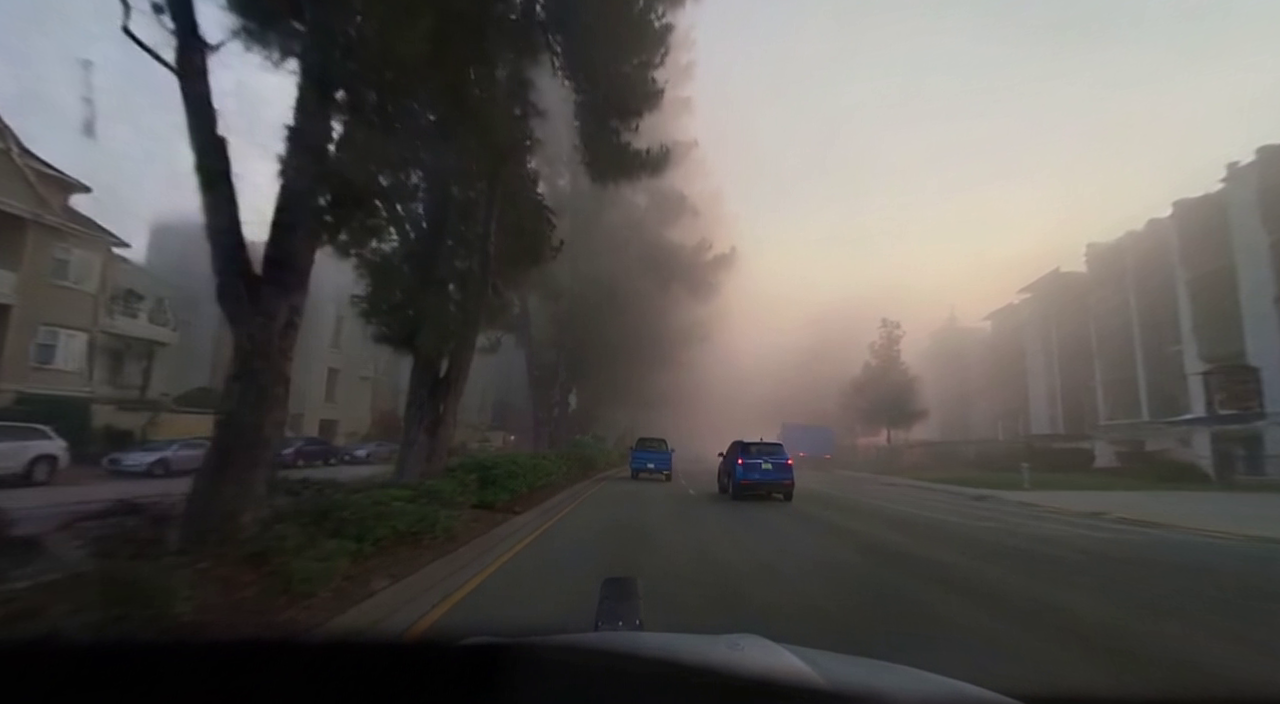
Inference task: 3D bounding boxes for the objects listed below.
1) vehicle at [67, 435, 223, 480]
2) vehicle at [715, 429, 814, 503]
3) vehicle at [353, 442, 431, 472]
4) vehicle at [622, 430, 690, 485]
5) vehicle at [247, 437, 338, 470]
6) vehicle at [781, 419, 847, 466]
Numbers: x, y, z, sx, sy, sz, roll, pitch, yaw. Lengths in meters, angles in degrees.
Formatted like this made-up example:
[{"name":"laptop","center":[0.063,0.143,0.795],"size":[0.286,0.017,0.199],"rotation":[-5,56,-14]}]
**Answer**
[{"name":"vehicle","center":[-18.742,4.061,24.296],"size":[1.961,1.556,4.791],"rotation":[-1,-10,2]},{"name":"vehicle","center":[3.398,3.206,18.168],"size":[2.033,1.823,4.409],"rotation":[1,-9,1]},{"name":"vehicle","center":[-12.981,5.539,33.491],"size":[1.884,1.454,4.858],"rotation":[0,-9,4]},{"name":"vehicle","center":[0.649,4.061,24.558],"size":[2.345,1.841,5.032],"rotation":[1,-9,2]},{"name":"vehicle","center":[-18.254,5.398,33.474],"size":[2.010,1.609,4.549],"rotation":[0,-10,3]},{"name":"vehicle","center":[12.999,6.896,47.793],"size":[3.705,3.221,6.779],"rotation":[0,-9,6]}]
